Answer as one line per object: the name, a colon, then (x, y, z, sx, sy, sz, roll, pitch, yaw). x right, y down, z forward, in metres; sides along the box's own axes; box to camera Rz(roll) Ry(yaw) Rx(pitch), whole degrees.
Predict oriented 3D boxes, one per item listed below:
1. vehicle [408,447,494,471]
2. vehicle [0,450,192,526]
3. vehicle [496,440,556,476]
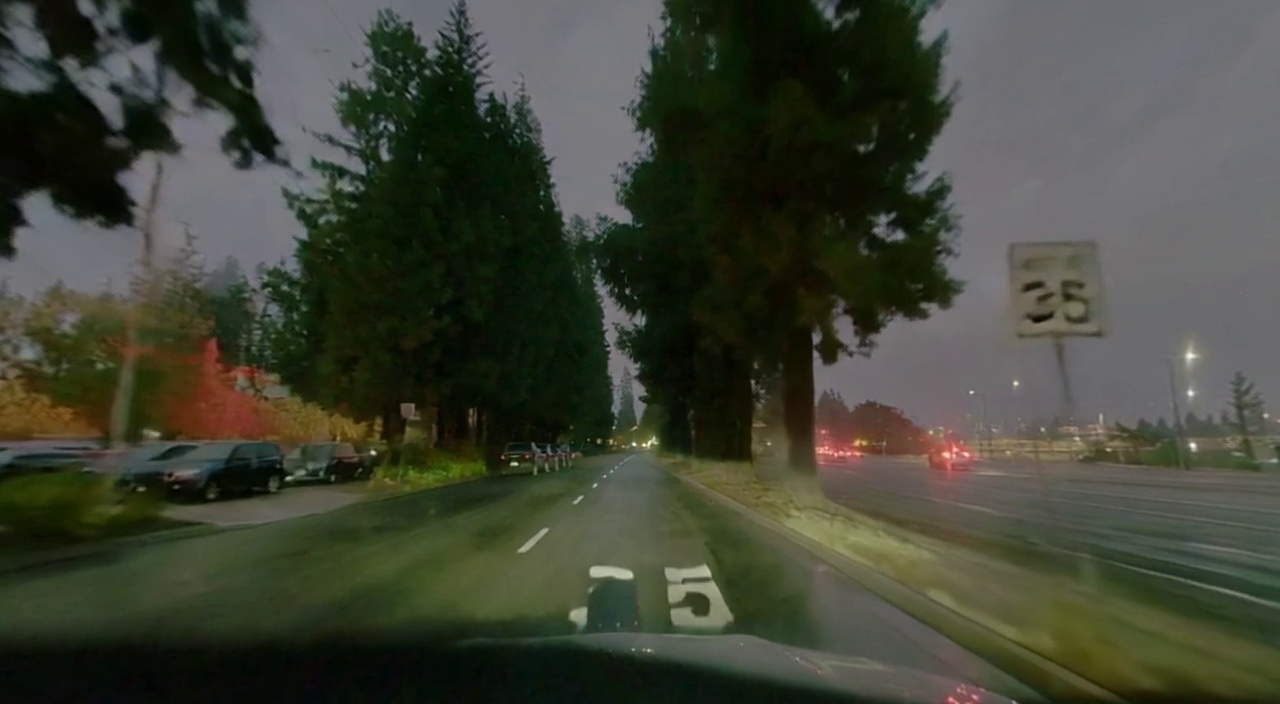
vehicle: (-14.015, 7.941, 46.954, 5.742, 1.668, 2.296, 1, -8, -2)
vehicle: (-13.219, 2.899, 13.713, 5.300, 1.432, 1.951, 1, -9, -2)
vehicle: (-6.522, 6.106, 36.692, 2.350, 1.892, 5.542, 0, -8, 1)
